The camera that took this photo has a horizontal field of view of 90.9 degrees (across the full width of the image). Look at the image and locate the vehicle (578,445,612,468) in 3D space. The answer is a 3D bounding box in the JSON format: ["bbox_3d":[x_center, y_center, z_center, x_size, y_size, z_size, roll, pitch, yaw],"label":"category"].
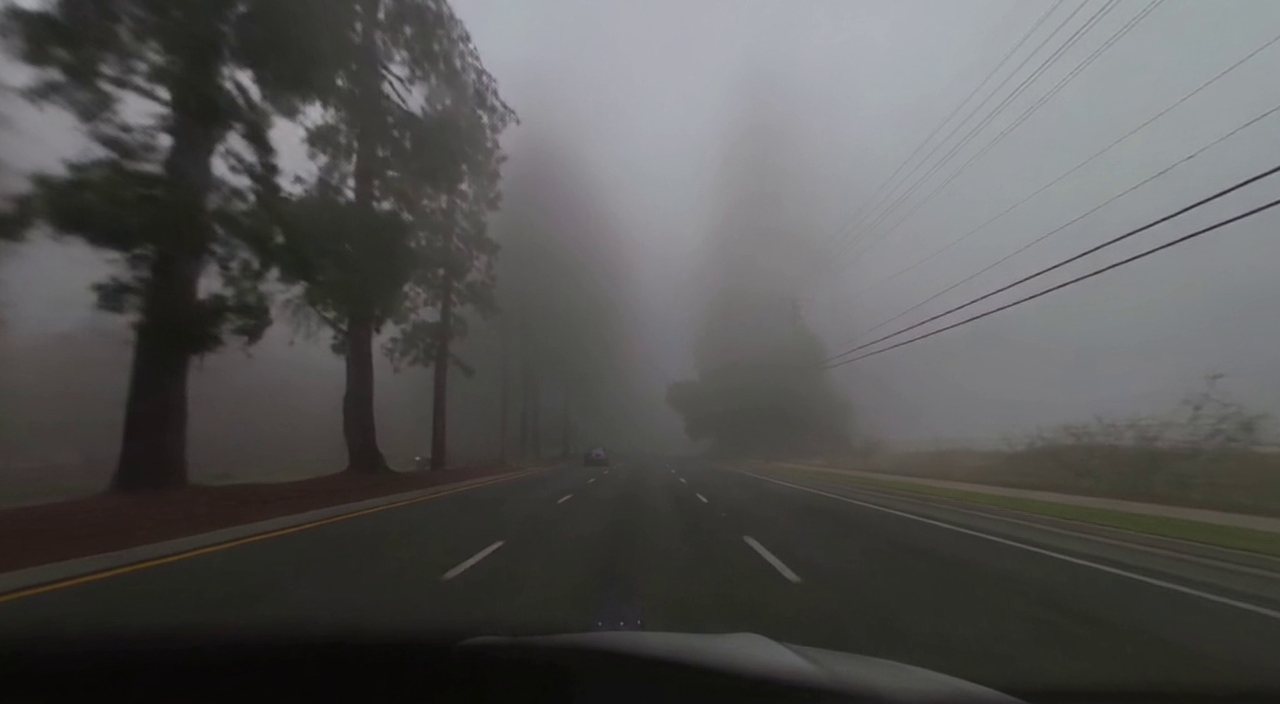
[{"bbox_3d":[-3.044,7.164,43.306,2.007,1.514,4.049,0,-9,1],"label":"vehicle"}]
